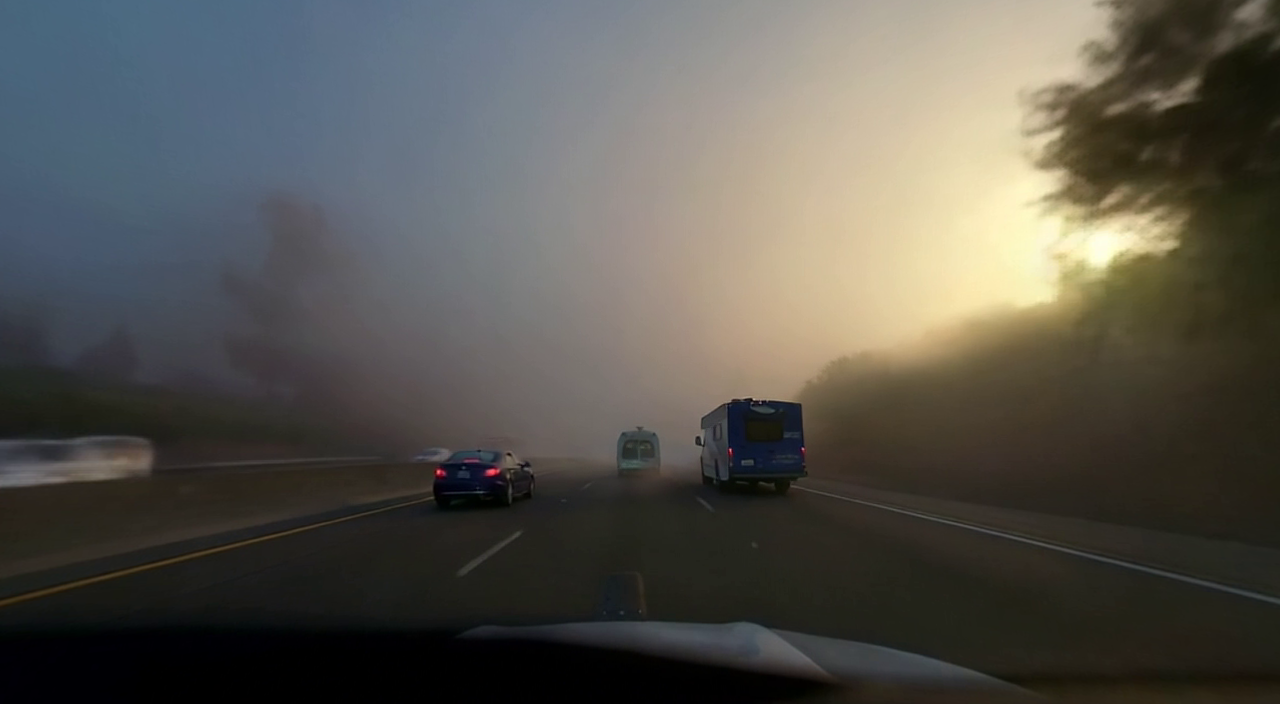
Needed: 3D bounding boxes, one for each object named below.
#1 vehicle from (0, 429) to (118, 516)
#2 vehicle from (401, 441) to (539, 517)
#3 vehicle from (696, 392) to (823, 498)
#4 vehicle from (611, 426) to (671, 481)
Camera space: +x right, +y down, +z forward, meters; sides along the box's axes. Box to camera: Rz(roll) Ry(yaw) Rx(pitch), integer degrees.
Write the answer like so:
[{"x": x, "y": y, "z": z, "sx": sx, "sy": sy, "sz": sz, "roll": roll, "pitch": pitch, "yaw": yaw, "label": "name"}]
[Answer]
[{"x": -15.713, "y": 2.889, "z": 15.239, "sx": 2.141, "sy": 1.949, "sz": 4.659, "roll": 0, "pitch": -9, "yaw": 0, "label": "vehicle"}, {"x": -3.777, "y": 2.896, "z": 14.947, "sx": 1.959, "sy": 1.502, "sz": 4.559, "roll": 0, "pitch": -9, "yaw": 0, "label": "vehicle"}, {"x": 3.608, "y": 3.105, "z": 21.008, "sx": 2.607, "sy": 2.910, "sz": 7.252, "roll": 0, "pitch": -9, "yaw": -1, "label": "vehicle"}, {"x": 0.013, "y": 4.667, "z": 29.113, "sx": 2.524, "sy": 2.310, "sz": 4.986, "roll": 0, "pitch": -9, "yaw": 0, "label": "vehicle"}]
